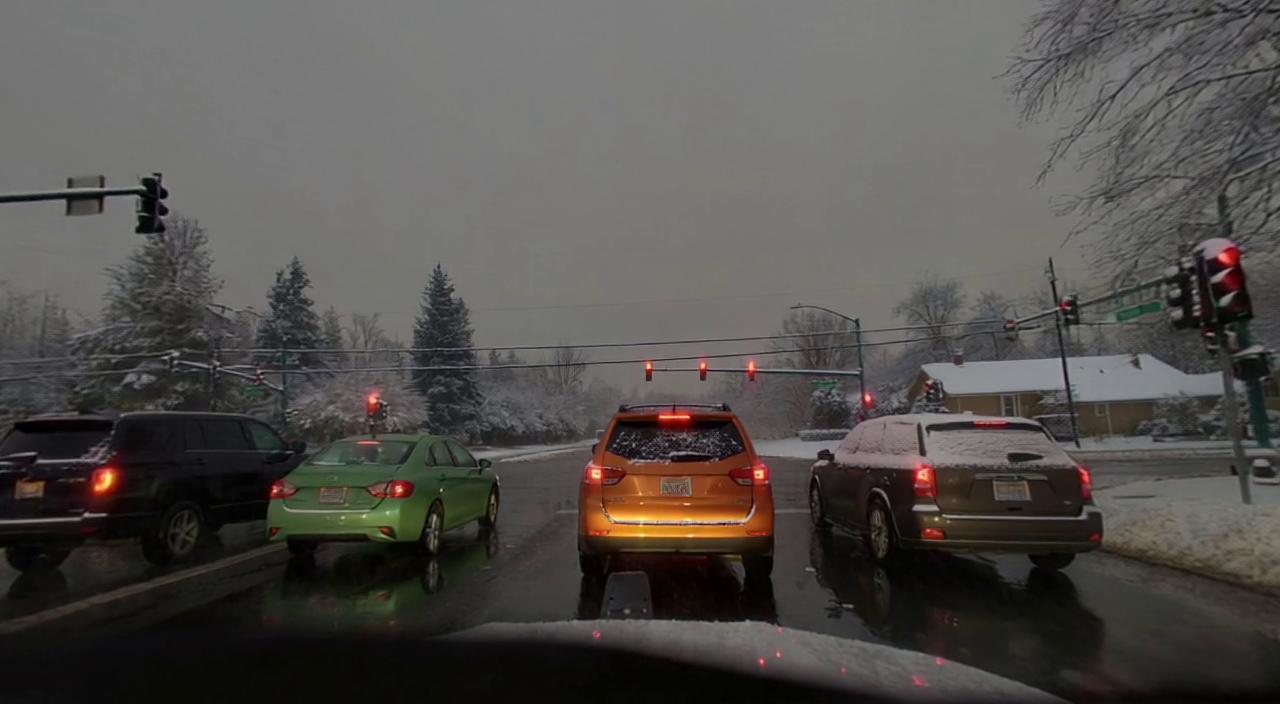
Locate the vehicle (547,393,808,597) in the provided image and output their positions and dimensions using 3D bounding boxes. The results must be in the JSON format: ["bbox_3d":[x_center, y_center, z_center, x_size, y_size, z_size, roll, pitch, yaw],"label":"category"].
[{"bbox_3d":[0.392,1.520,7.499,2.198,1.708,4.170,0,-8,2],"label":"vehicle"}]

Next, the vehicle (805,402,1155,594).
[{"bbox_3d":[3.527,1.590,7.745,2.047,1.638,4.395,-1,-8,4],"label":"vehicle"}]

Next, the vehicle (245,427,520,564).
[{"bbox_3d":[-3.237,1.885,9.103,1.885,1.475,4.359,-1,-8,4],"label":"vehicle"}]

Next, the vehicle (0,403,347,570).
[{"bbox_3d":[-6.636,1.824,9.359,2.075,1.796,4.785,0,-8,2],"label":"vehicle"}]
